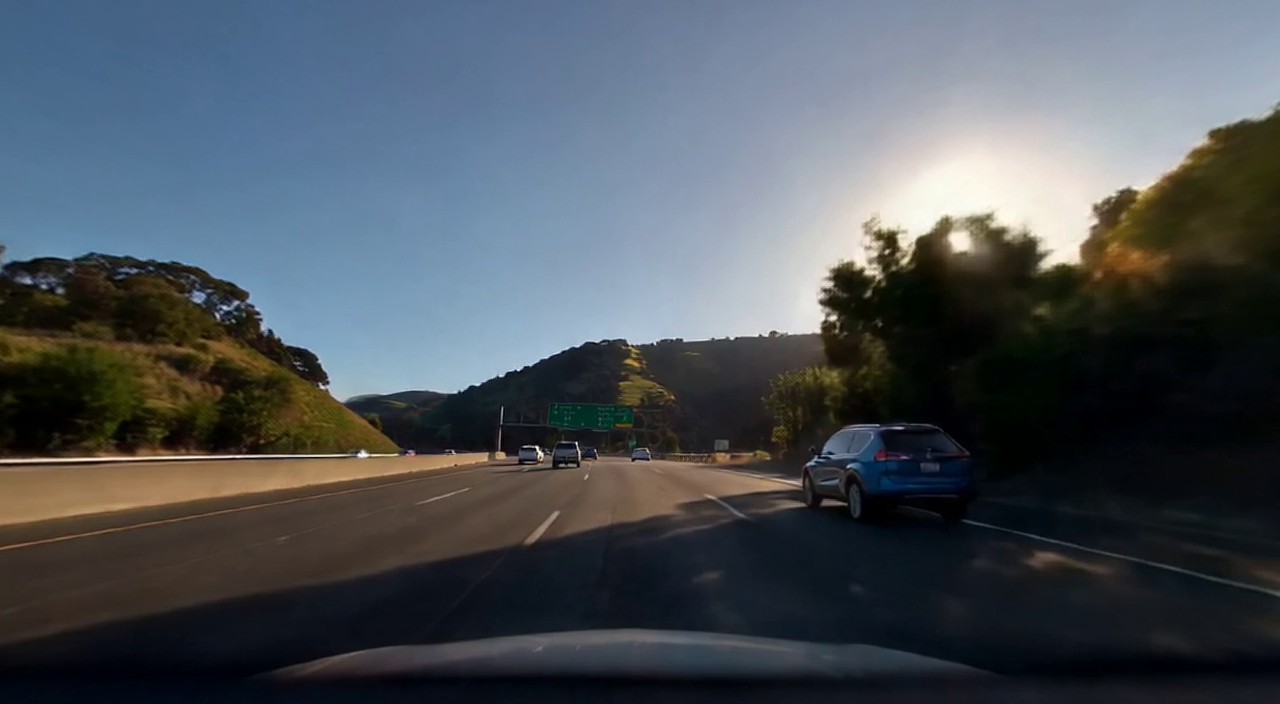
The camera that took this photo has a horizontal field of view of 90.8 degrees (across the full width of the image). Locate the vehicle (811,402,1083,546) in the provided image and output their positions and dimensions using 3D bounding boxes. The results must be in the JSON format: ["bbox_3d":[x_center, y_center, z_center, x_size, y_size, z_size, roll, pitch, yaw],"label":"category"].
[{"bbox_3d":[4.745,1.988,10.877,2.103,1.903,4.837,0,-9,-2],"label":"vehicle"}]

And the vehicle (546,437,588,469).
[{"bbox_3d":[-5.090,7.146,44.834,2.537,2.121,5.251,0,-9,-2],"label":"vehicle"}]
